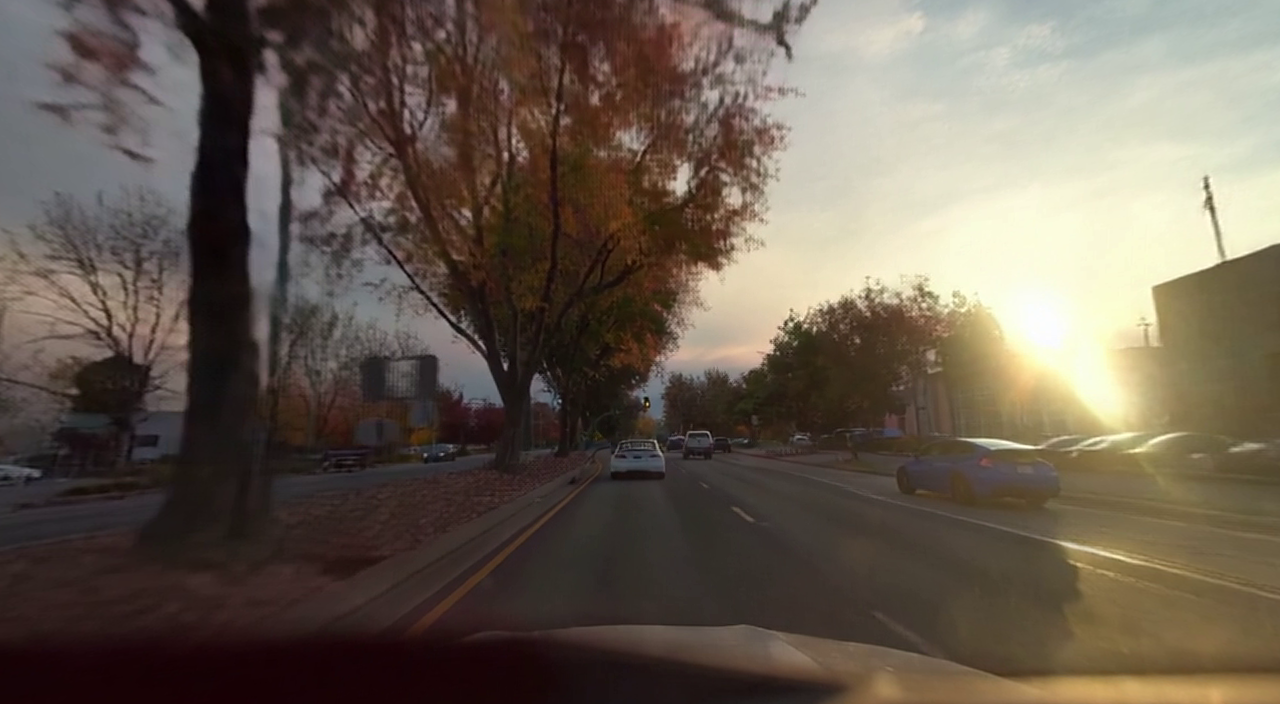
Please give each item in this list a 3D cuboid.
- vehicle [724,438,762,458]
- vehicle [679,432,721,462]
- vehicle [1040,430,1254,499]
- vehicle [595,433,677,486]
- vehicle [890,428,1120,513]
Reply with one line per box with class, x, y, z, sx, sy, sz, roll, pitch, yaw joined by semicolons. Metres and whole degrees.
vehicle;7.639;7.174;47.167;2.061;1.460;3.948;0;-8;-1
vehicle;3.735;6.051;40.236;2.188;1.760;4.297;0;-8;-1
vehicle;14.683;3.275;18.815;2.205;1.754;4.925;0;-8;-1
vehicle;-0.152;3.341;19.897;2.289;1.471;4.477;0;-8;-1
vehicle;7.455;2.468;13.640;2.111;1.493;4.639;0;-8;-1
